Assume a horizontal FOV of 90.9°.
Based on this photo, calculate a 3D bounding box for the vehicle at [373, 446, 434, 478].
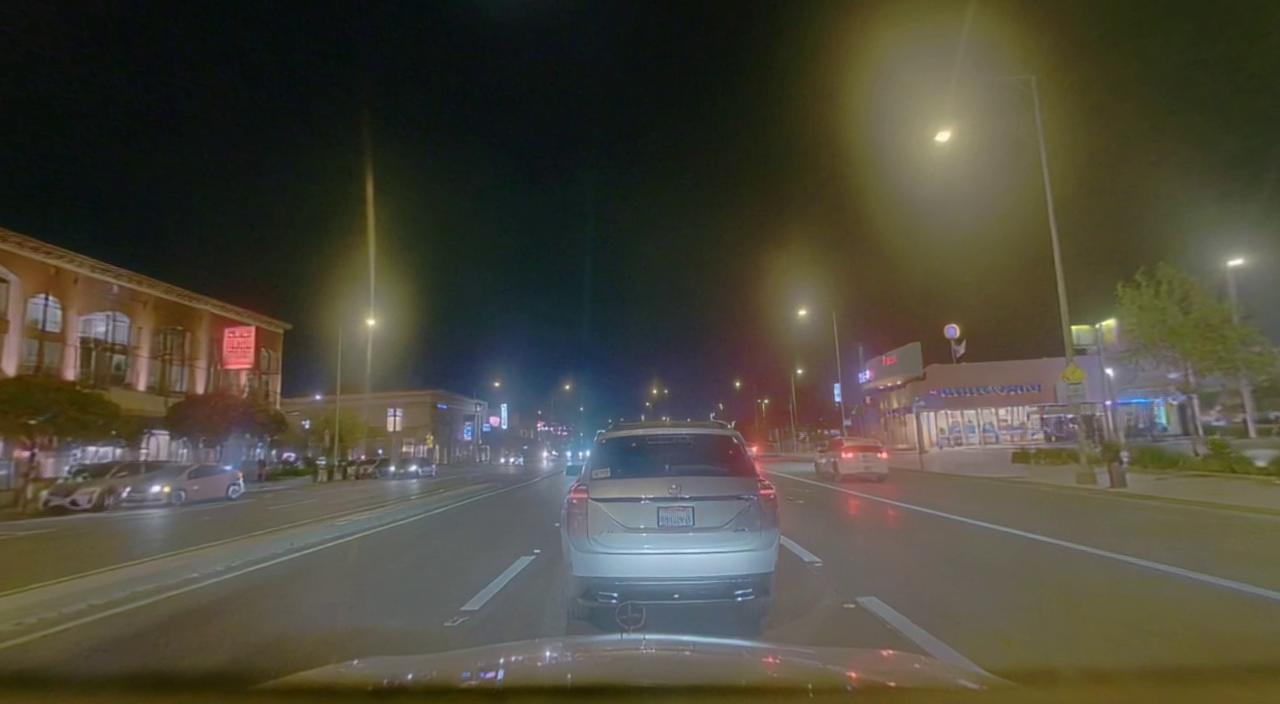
[{"bbox_3d":[-13.361,6.228,35.915,1.965,1.695,4.284,0,-8,-2],"label":"vehicle"}]

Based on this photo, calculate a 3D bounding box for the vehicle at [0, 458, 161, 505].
[{"bbox_3d":[-22.516,5.155,25.439,4.608,1.659,1.981,4,-9,-24],"label":"vehicle"}]

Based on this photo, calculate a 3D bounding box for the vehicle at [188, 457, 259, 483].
[{"bbox_3d":[-27.879,7.876,42.380,1.861,1.578,4.152,0,-8,1],"label":"vehicle"}]

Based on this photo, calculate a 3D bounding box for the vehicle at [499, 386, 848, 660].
[{"bbox_3d":[0.206,1.332,5.878,2.125,1.669,3.880,0,-8,0],"label":"vehicle"}]

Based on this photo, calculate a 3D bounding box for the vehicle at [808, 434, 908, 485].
[{"bbox_3d":[7.146,3.557,21.192,1.900,1.507,4.151,0,-8,1],"label":"vehicle"}]
